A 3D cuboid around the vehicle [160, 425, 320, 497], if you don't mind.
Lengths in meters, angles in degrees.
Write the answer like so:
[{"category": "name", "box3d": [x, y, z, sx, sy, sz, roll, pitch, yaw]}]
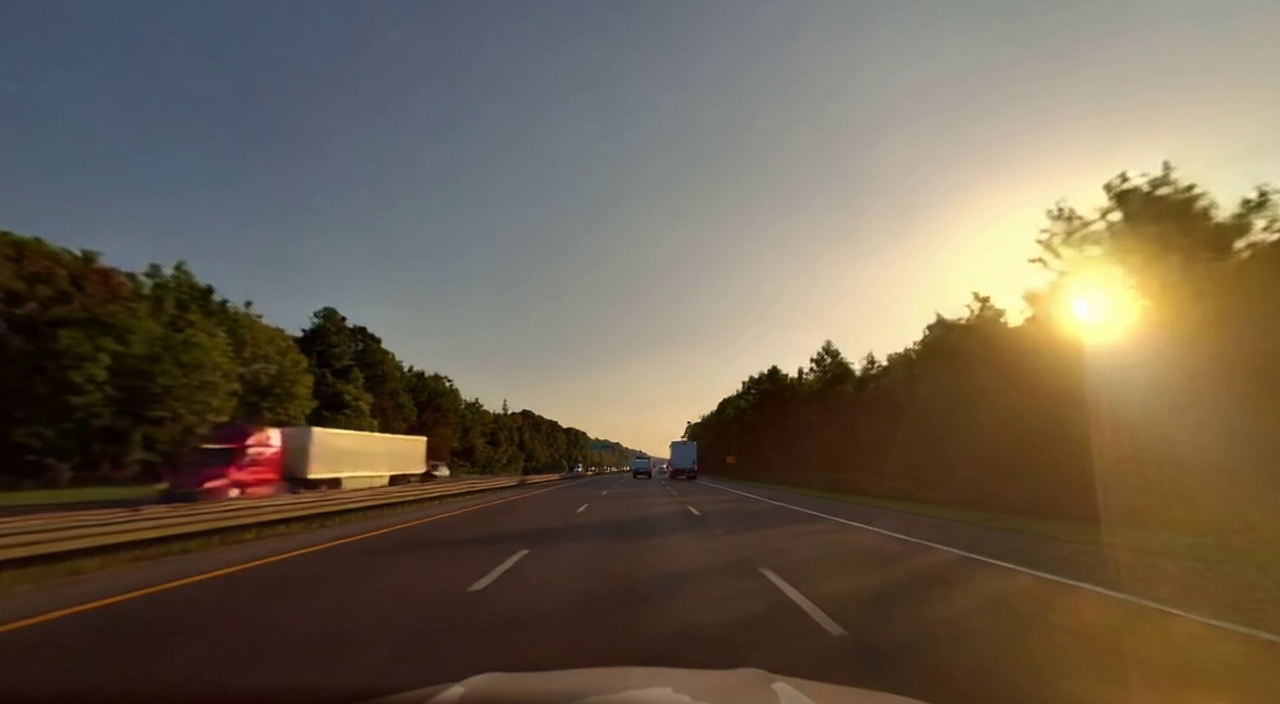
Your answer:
[{"category": "vehicle", "box3d": [-15.295, 4.307, 24.632, 2.385, 2.442, 5.711, 1, -10, 0]}]
